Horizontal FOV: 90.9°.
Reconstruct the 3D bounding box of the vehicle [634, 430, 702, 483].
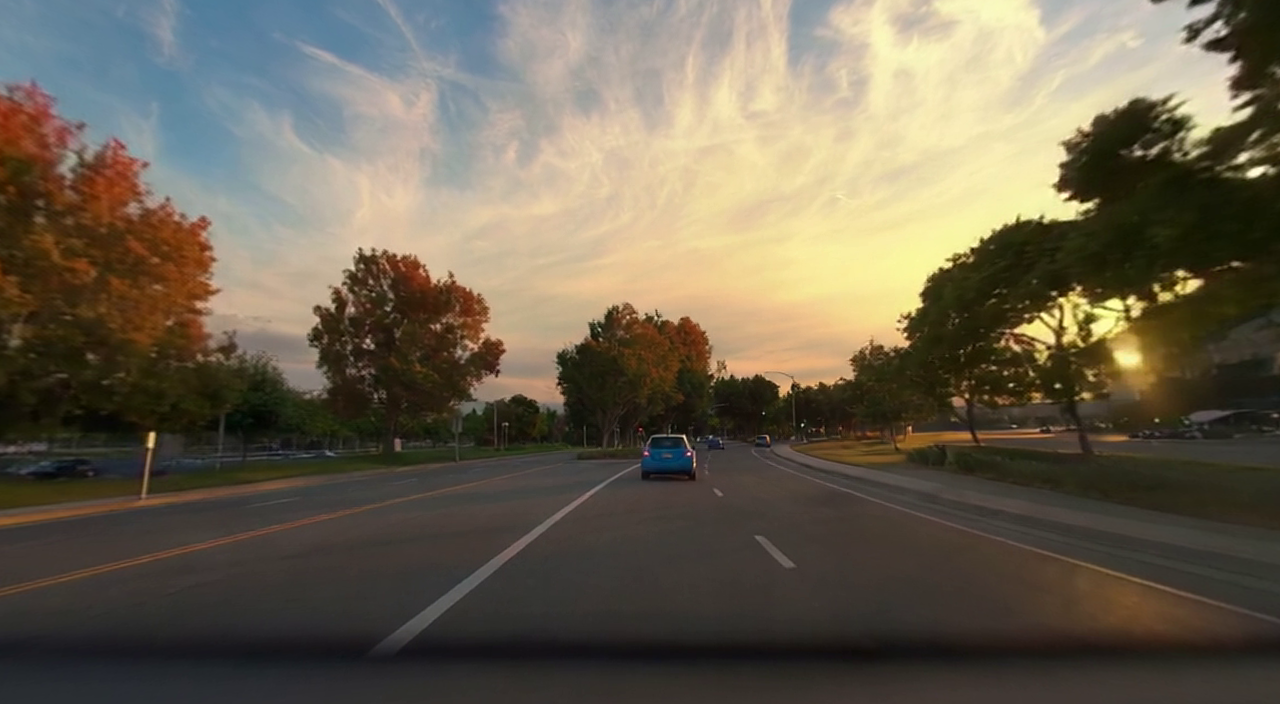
[{"bbox_3d":[0.963,3.360,20.580,2.010,1.535,3.735,-1,-8,4],"label":"vehicle"}]
